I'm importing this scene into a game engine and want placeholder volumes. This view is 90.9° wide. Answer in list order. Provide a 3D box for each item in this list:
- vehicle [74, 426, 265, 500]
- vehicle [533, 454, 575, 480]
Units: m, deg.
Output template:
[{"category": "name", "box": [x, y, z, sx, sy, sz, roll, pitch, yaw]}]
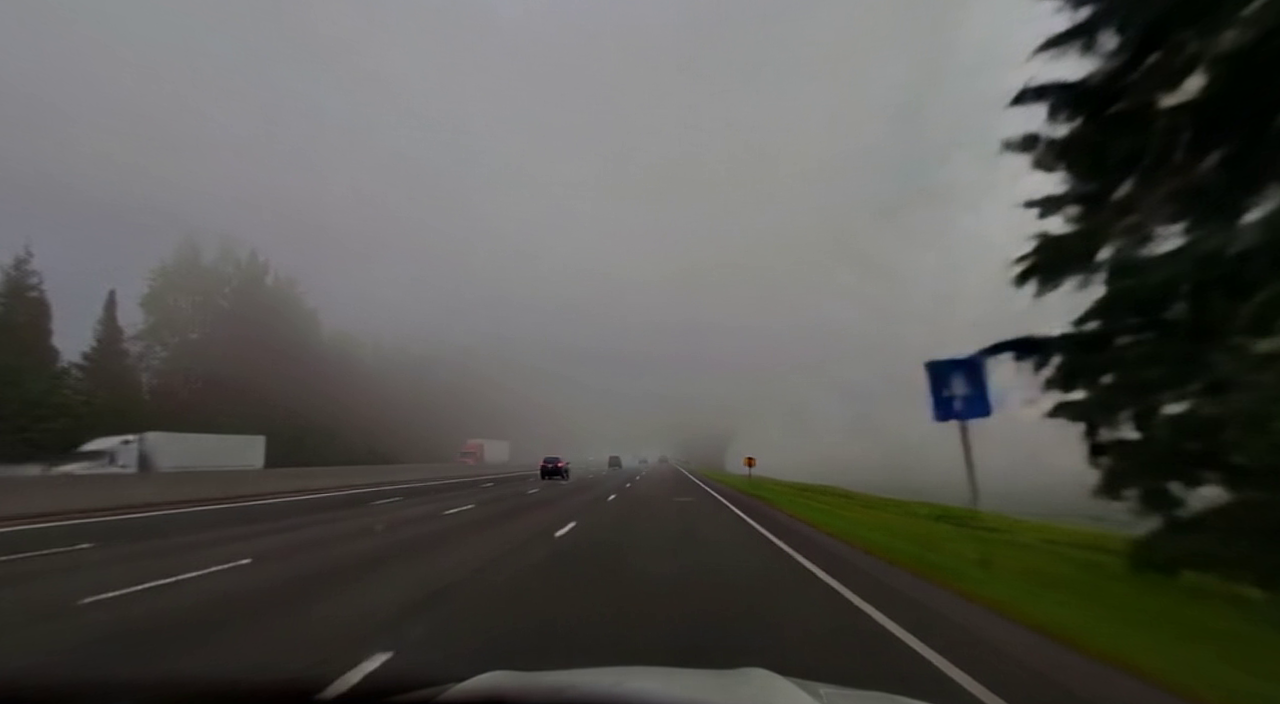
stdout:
[{"category": "vehicle", "box": [-26.961, 6.436, 37.210, 2.951, 3.729, 10.497, 0, -9, 1]}, {"category": "vehicle", "box": [-5.617, 7.557, 41.726, 1.996, 1.579, 4.439, -1, -9, 3]}]
